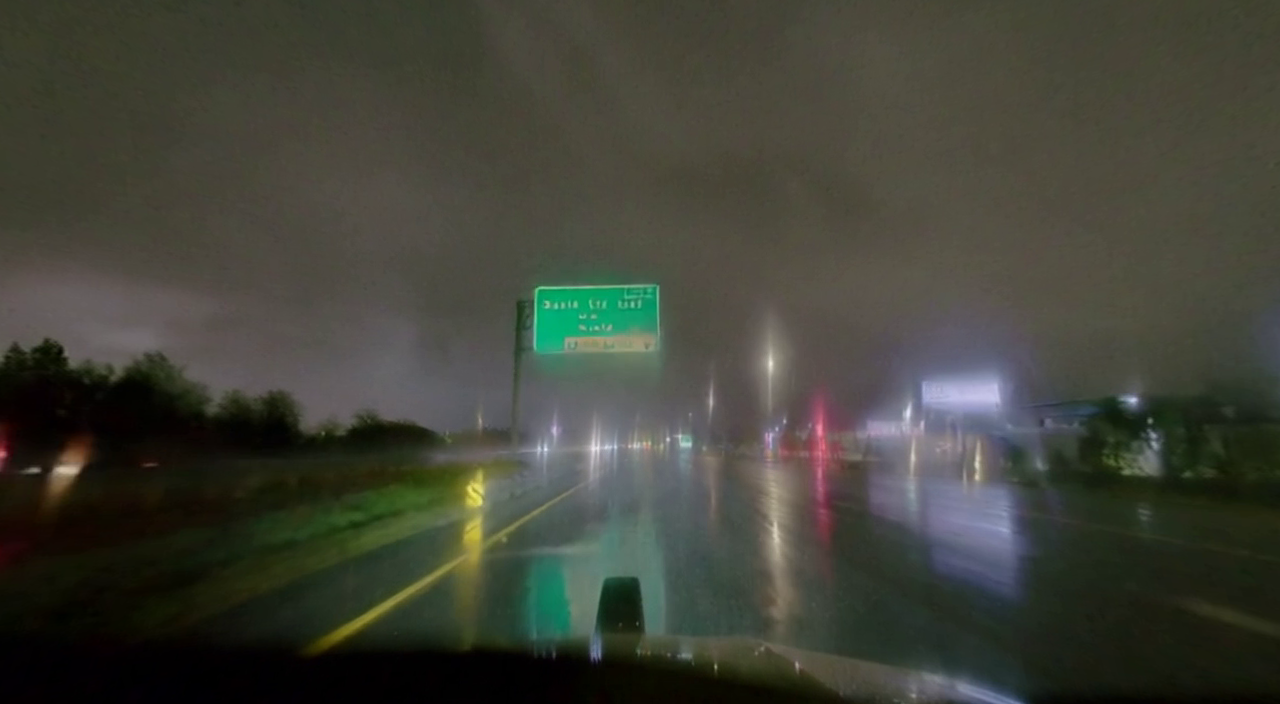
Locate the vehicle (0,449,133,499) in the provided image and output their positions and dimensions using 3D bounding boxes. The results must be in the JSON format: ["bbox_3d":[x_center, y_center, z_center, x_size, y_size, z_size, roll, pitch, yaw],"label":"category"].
[{"bbox_3d":[-21.515,4.436,23.286,1.882,1.601,4.242,-1,-9,1],"label":"vehicle"}]
